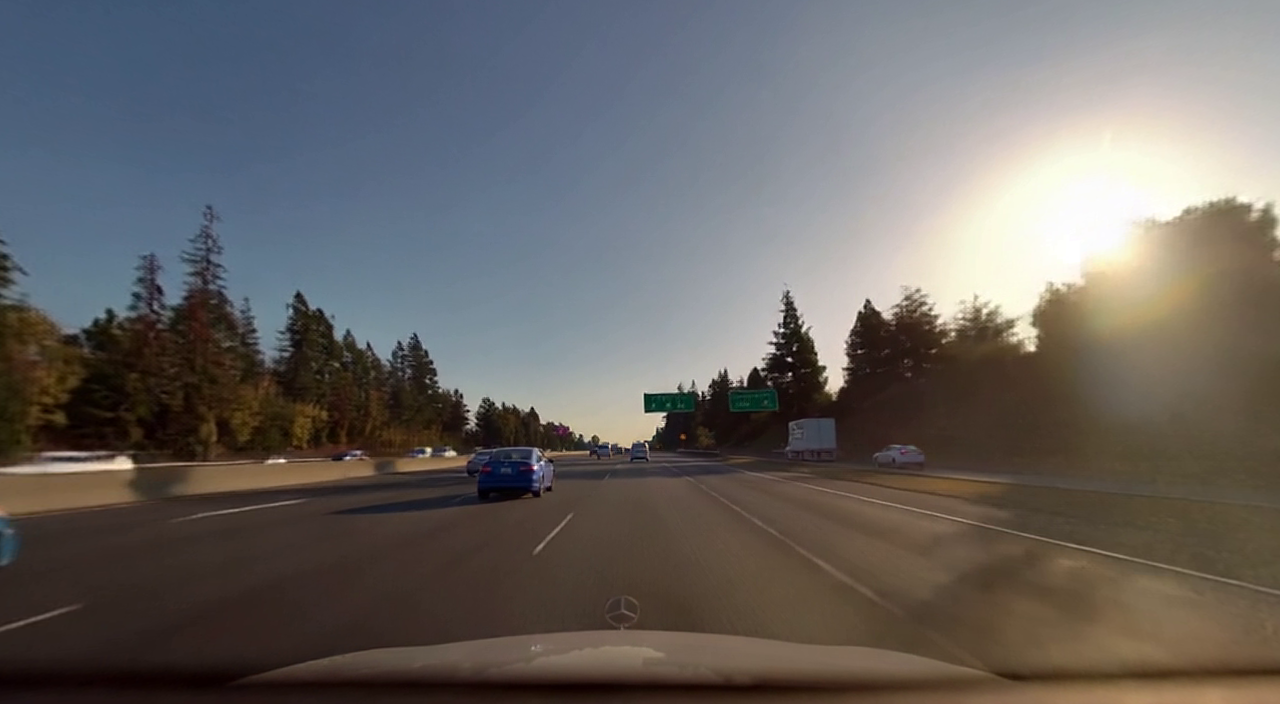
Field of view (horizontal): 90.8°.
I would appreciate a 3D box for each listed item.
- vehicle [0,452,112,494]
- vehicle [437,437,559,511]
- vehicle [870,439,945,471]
[{"bbox_3d":[-24.722,4.924,26.045,1.895,1.549,4.569,0,-9,0],"label":"vehicle"},{"bbox_3d":[-3.276,2.916,15.514,2.020,1.554,4.137,0,-9,0],"label":"vehicle"},{"bbox_3d":[15.309,5.915,36.468,2.081,1.707,4.756,0,-9,-2],"label":"vehicle"}]
